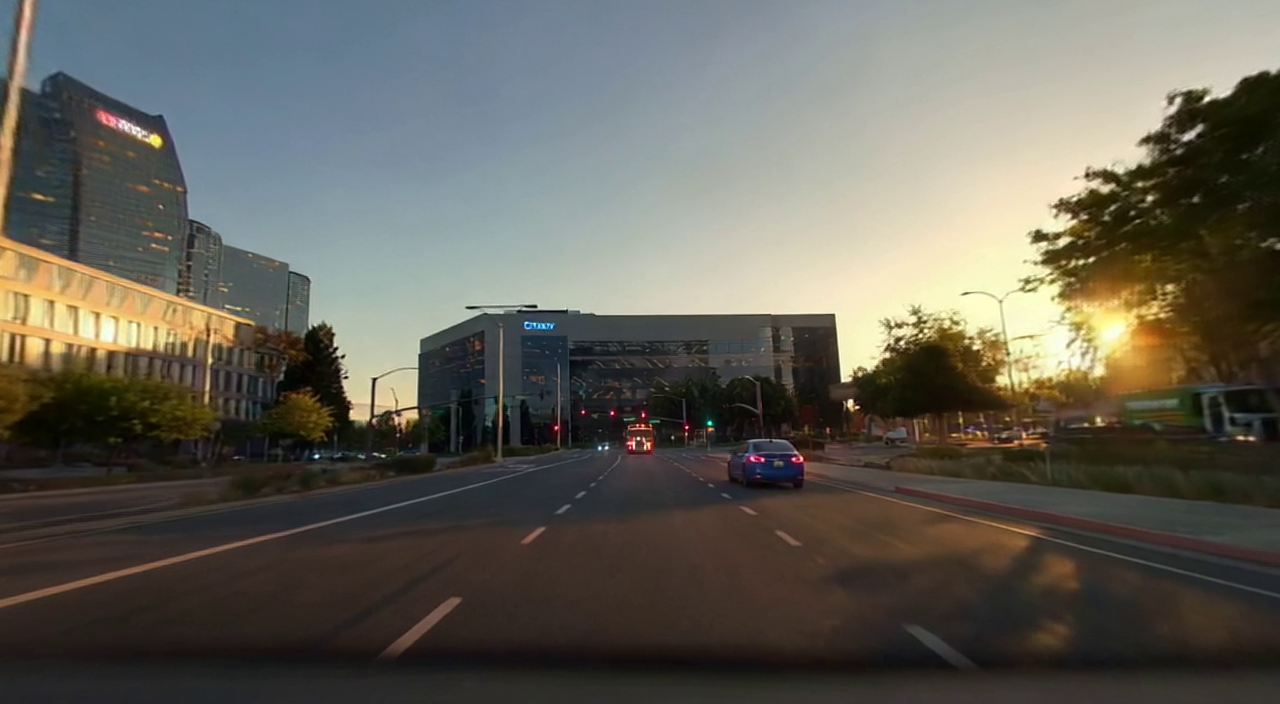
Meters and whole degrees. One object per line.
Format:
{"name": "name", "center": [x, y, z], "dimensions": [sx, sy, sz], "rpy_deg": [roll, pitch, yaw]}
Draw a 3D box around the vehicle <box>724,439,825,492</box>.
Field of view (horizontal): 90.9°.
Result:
{"name": "vehicle", "center": [4.005, 3.461, 19.682], "dimensions": [2.005, 1.442, 4.675], "rpy_deg": [0, -8, -1]}
